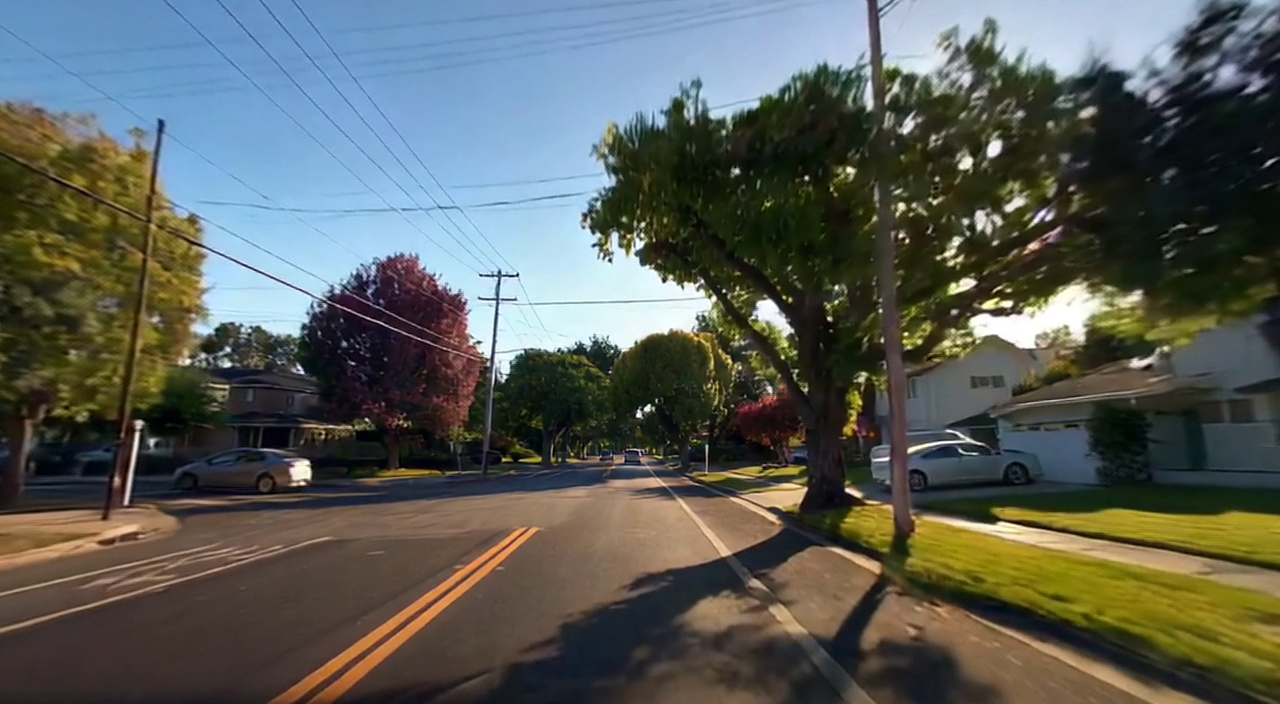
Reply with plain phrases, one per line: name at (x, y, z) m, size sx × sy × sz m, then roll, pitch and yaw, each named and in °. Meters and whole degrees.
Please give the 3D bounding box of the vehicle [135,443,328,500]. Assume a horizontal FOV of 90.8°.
vehicle at (-14.374, 4.211, 22.517) m, size 5.217 × 1.866 × 2.342 m, roll 0°, pitch -9°, yaw 1°

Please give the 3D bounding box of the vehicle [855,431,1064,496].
vehicle at (9.021, 3.187, 18.308) m, size 4.953 × 1.704 × 1.952 m, roll -2°, pitch -9°, yaw 11°

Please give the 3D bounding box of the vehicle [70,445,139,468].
vehicle at (-35.077, 6.887, 41.470) m, size 1.533 × 1.417 × 3.342 m, roll 0°, pitch -9°, yaw 1°
